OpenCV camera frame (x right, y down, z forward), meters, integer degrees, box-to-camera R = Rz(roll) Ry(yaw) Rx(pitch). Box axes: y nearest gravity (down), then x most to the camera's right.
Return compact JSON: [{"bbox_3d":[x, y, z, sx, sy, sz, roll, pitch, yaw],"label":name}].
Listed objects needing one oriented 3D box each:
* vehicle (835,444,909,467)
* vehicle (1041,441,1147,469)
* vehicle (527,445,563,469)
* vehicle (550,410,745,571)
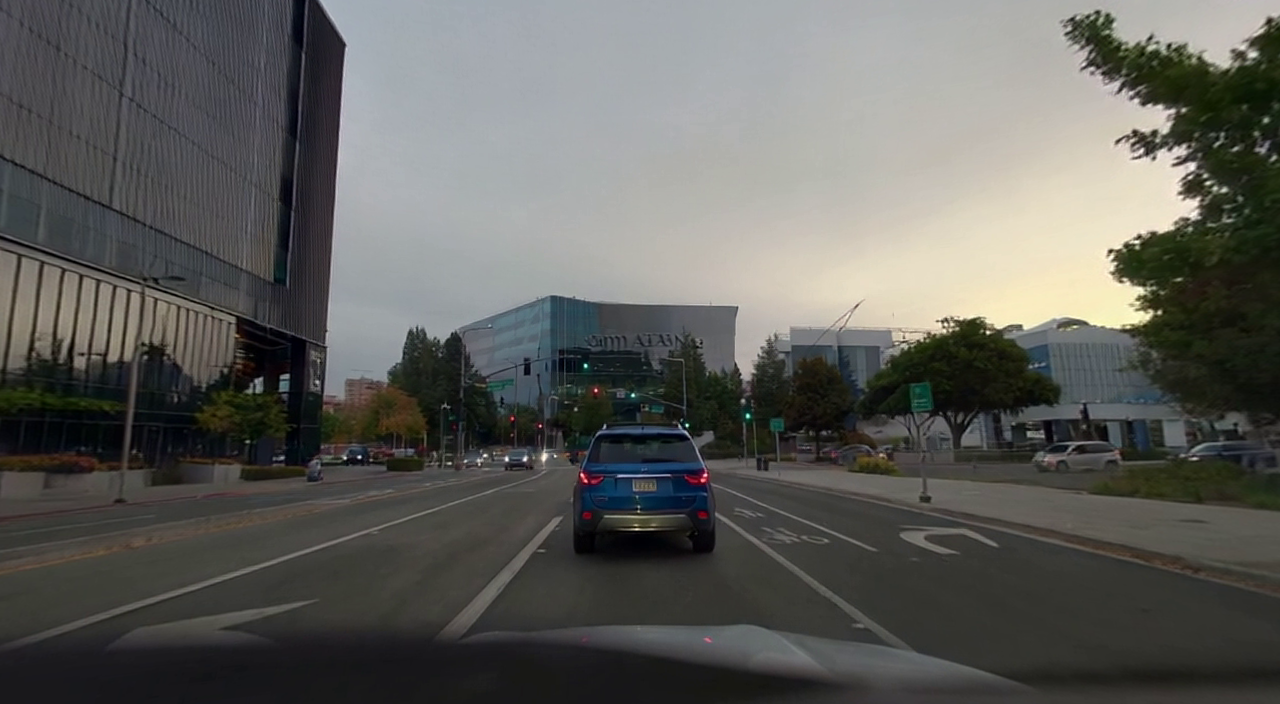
[{"bbox_3d":[16.153,7.194,44.055,4.422,1.563,1.751,0,-8,-2],"label":"vehicle"},{"bbox_3d":[26.561,6.043,37.064,4.571,1.558,2.171,0,-9,-2],"label":"vehicle"},{"bbox_3d":[-6.910,7.678,46.484,2.028,1.655,4.189,0,-9,0],"label":"vehicle"},{"bbox_3d":[-0.003,1.850,9.168,2.183,1.765,4.059,0,-9,-3],"label":"vehicle"}]
